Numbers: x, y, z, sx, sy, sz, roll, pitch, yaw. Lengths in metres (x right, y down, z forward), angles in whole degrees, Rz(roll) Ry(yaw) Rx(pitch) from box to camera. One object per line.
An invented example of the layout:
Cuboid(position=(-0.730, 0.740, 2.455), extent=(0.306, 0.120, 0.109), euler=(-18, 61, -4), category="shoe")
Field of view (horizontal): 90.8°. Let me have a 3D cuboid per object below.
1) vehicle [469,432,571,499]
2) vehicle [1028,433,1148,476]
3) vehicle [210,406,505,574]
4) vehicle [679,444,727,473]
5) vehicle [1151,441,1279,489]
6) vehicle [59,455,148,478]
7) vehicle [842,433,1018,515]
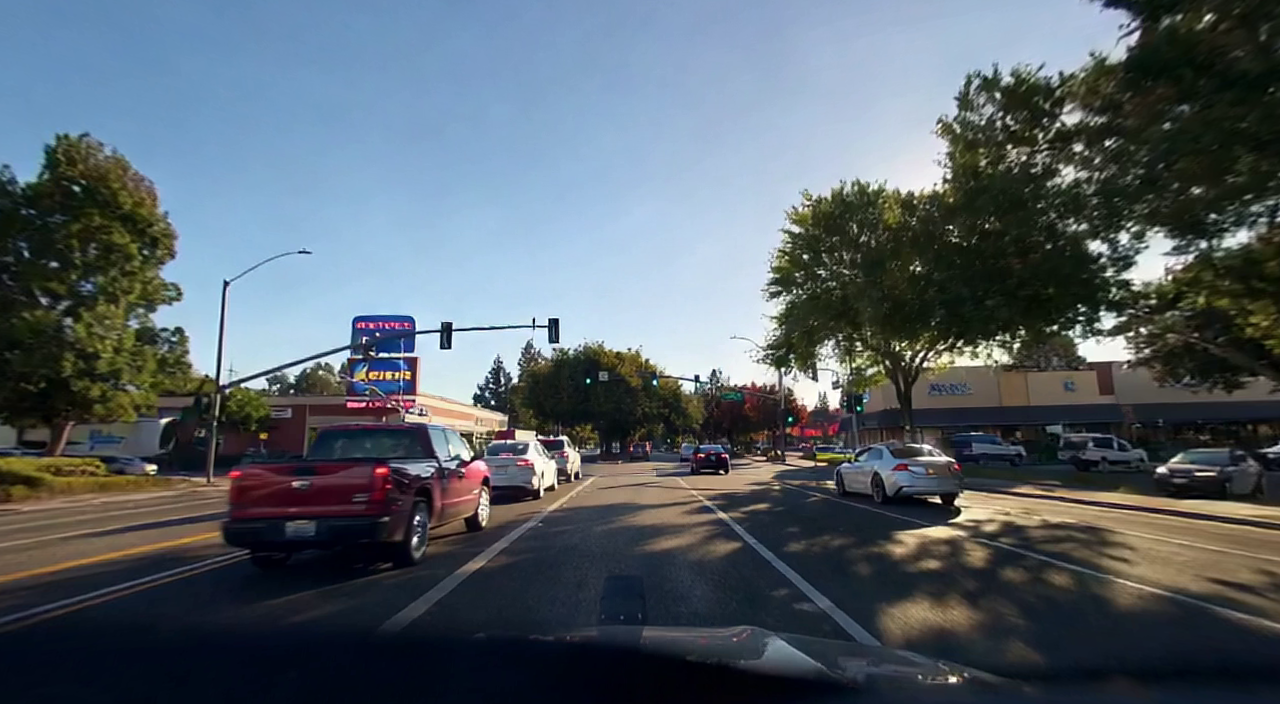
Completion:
Cuboid(position=(-3.384, 3.313, 18.837), extent=(2.118, 1.721, 4.464), euler=(0, -8, 1), category="vehicle")
Cuboid(position=(19.396, 4.388, 27.325), extent=(4.688, 1.713, 2.308), euler=(5, -10, -29), category="vehicle")
Cuboid(position=(-3.569, 1.840, 9.235), extent=(2.189, 1.808, 4.563), euler=(0, -8, 0), category="vehicle")
Cuboid(position=(3.389, 5.775, 34.579), extent=(2.099, 1.463, 4.365), euler=(0, -8, -1), category="vehicle")
Cuboid(position=(19.354, 3.698, 21.035), extent=(4.230, 1.441, 1.935), euler=(4, -9, -26), category="vehicle")
Cuboid(position=(-35.991, 7.678, 42.445), extent=(4.178, 1.449, 1.875), euler=(0, -8, -3), category="vehicle")
Cuboid(position=(6.706, 2.845, 15.317), extent=(2.002, 1.651, 4.647), euler=(0, -8, 0), category="vehicle")
